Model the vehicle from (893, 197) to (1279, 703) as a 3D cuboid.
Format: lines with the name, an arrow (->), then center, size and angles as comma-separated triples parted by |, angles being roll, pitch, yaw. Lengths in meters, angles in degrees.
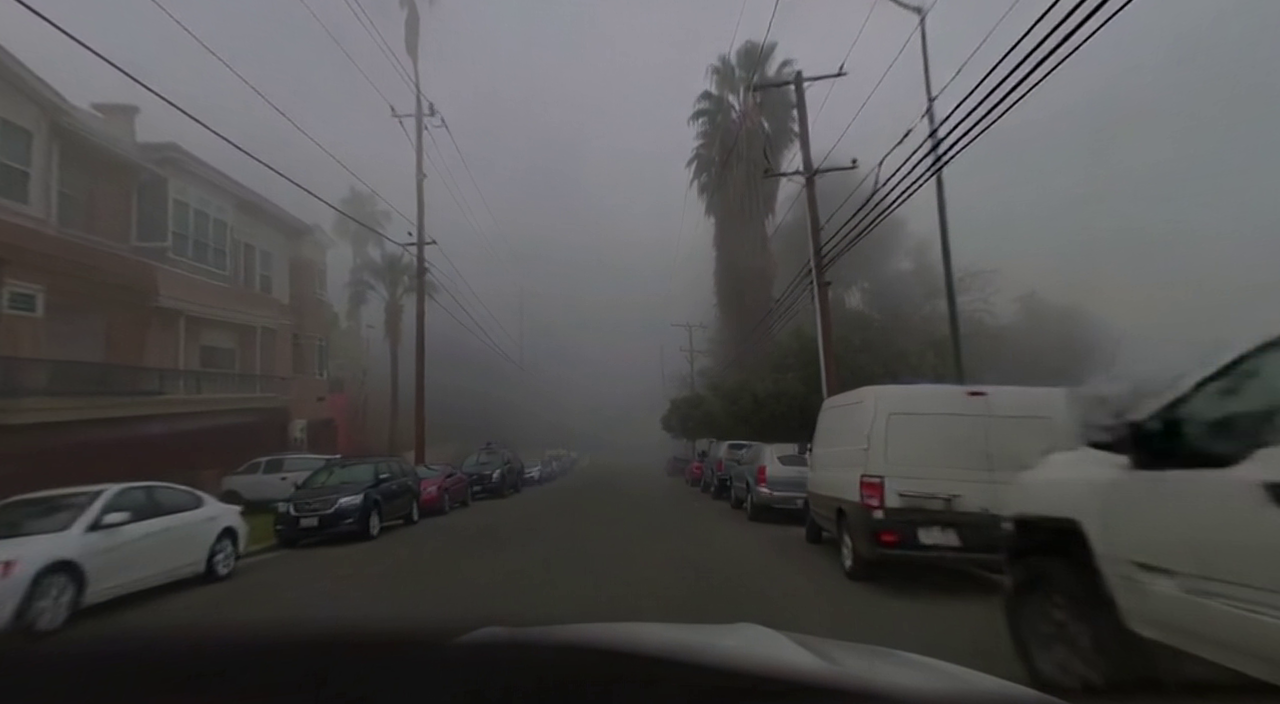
vehicle -> 2.906, 0.468, 1.085 | 2.268, 1.953, 6.124 | 0, -8, -1

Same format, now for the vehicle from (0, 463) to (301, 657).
vehicle -> -6.287, 2.147, 7.605 | 1.874, 1.449, 4.622 | 0, -8, -1

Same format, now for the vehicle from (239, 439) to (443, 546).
vehicle -> -6.330, 2.976, 14.197 | 2.349, 1.952, 4.848 | 0, -8, -2

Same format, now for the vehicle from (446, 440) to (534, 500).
vehicle -> -6.156, 4.880, 26.773 | 2.281, 2.248, 5.873 | 0, -8, 0
